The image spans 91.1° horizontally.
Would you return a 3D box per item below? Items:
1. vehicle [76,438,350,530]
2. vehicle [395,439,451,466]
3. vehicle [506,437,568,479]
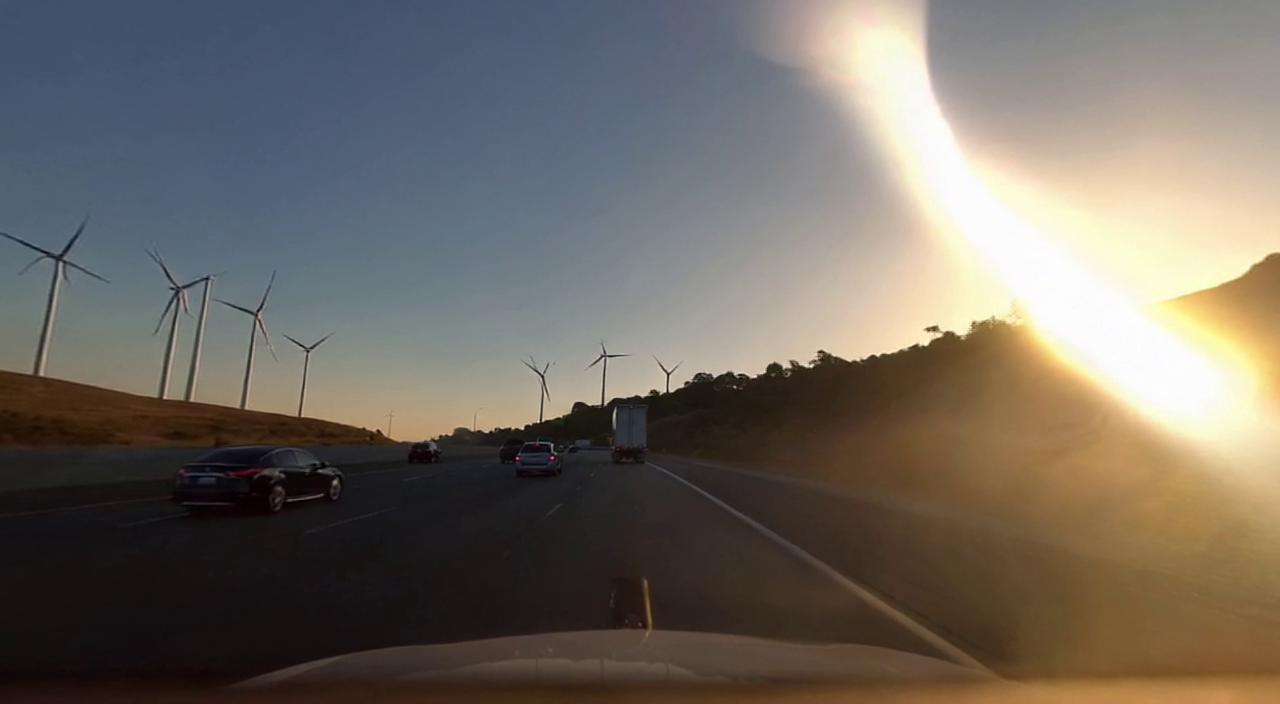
[{"bbox_3d":[-8.067,2.501,12.619,2.271,1.488,4.597,0,-8,0],"label":"vehicle"},{"bbox_3d":[-15.878,7.372,46.274,2.285,1.835,5.672,0,-8,-3],"label":"vehicle"},{"bbox_3d":[-4.395,4.584,27.415,2.109,1.684,3.783,0,-8,-1],"label":"vehicle"}]
